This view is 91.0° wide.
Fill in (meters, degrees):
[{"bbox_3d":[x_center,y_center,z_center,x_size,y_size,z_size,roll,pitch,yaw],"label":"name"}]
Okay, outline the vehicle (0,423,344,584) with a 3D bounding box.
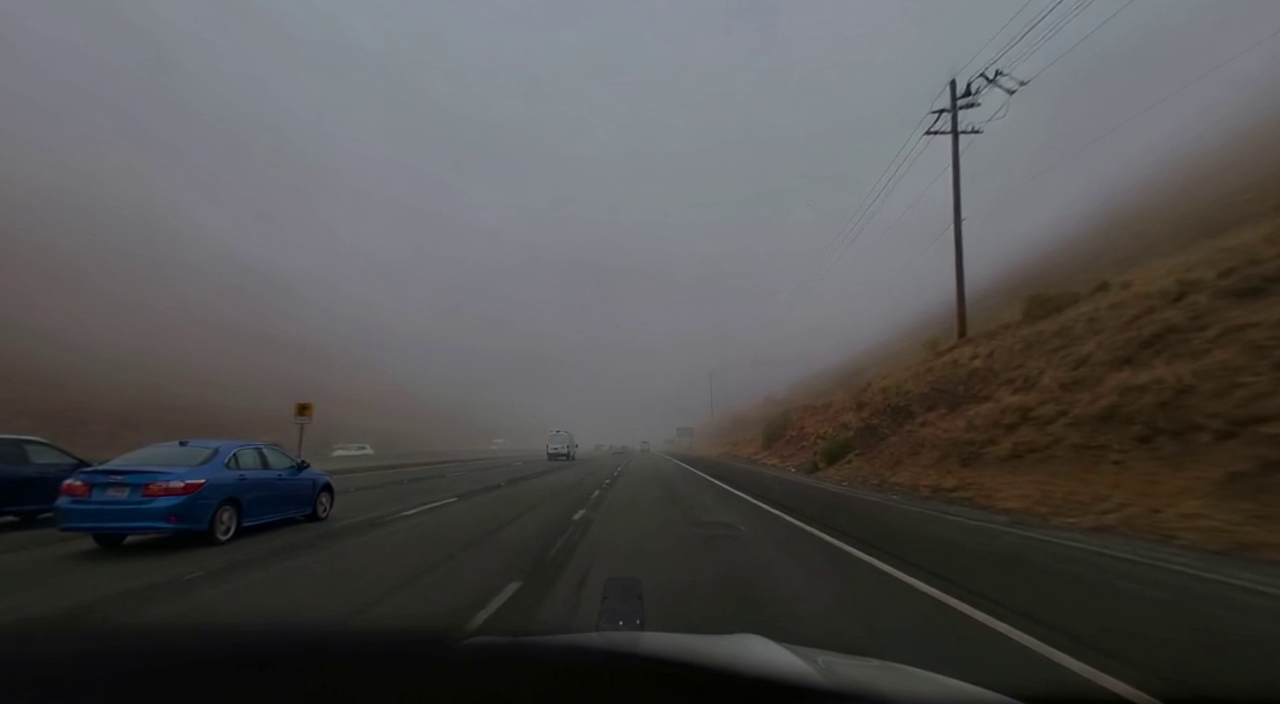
[{"bbox_3d":[-5.967,1.747,8.197,1.955,1.469,4.554,0,-8,1],"label":"vehicle"}]
